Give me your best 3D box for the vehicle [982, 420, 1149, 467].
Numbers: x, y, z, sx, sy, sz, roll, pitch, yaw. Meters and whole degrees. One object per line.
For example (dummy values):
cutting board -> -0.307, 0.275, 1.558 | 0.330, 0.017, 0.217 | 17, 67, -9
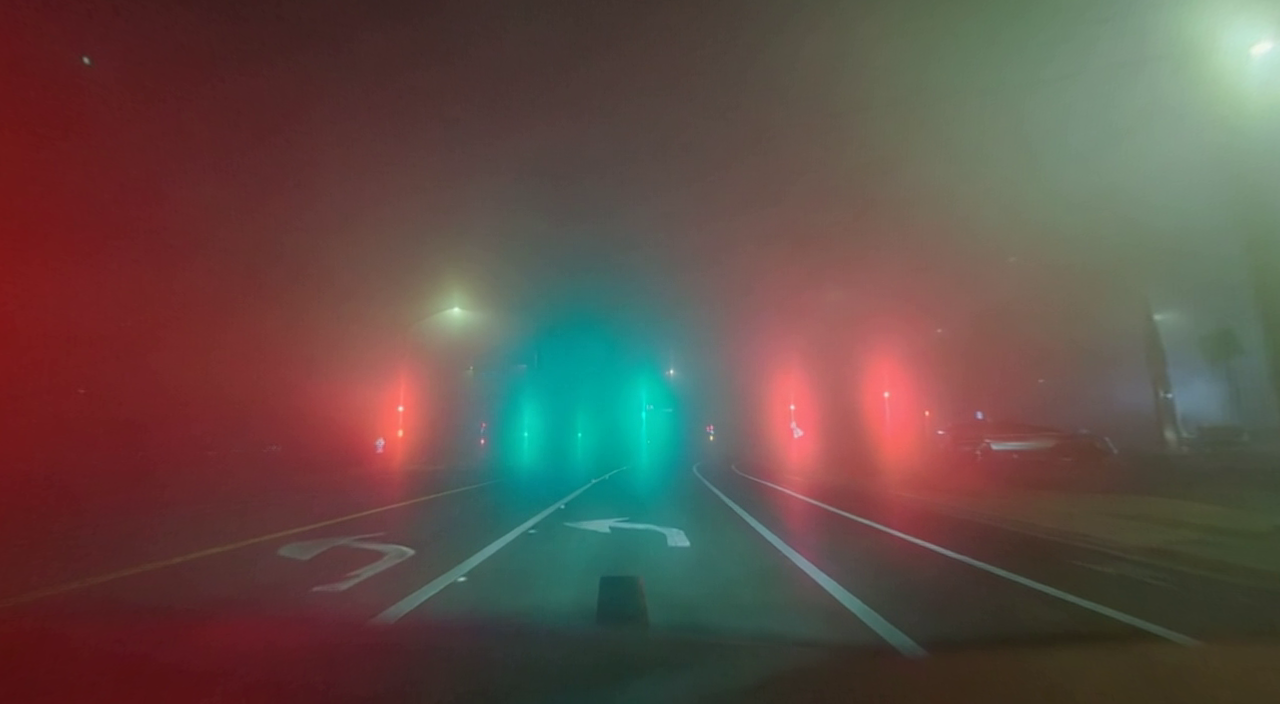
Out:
vehicle -> 14.010, 3.051, 20.955 | 4.167, 1.476, 1.871 | 0, -8, -1
